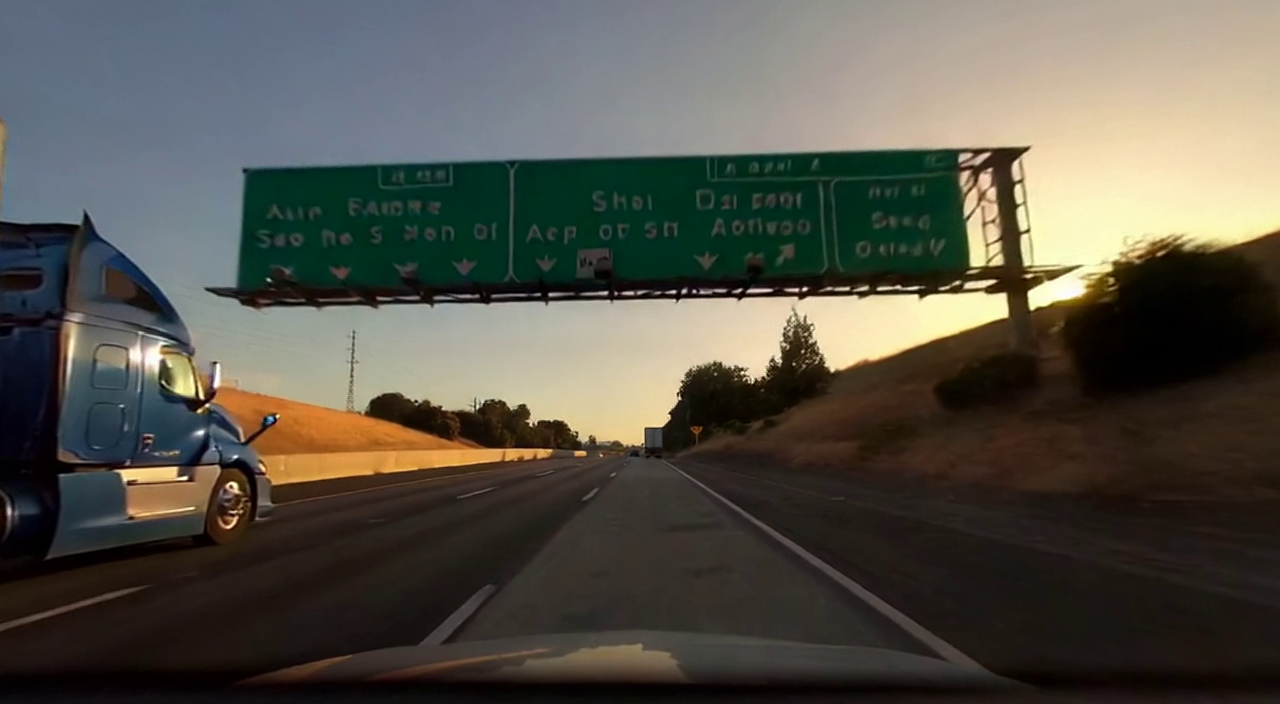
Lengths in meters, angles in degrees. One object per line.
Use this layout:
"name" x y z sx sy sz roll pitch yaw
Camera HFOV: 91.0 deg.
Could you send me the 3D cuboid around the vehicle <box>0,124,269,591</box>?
"vehicle" -7.006 -0.083 4.583 2.996 3.947 8.600 0 -9 2
